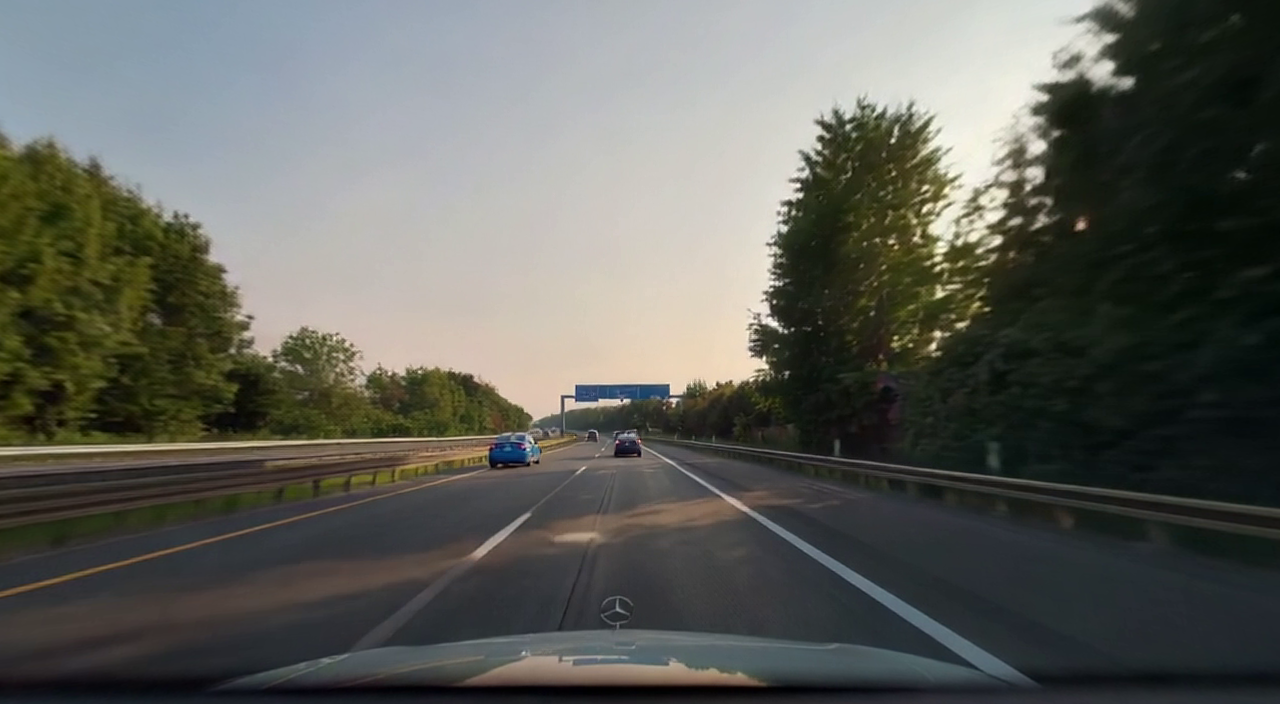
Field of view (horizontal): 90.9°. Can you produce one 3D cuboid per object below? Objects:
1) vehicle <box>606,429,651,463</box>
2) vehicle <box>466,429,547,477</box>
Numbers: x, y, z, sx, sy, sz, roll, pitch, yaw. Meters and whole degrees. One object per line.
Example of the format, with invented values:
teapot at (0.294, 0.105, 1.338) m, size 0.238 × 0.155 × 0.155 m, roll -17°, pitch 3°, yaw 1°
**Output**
vehicle at (-0.613, 4.863, 32.707) m, size 2.162 × 1.616 × 4.242 m, roll 0°, pitch -8°, yaw -1°
vehicle at (-4.577, 3.512, 22.211) m, size 1.975 × 1.518 × 4.242 m, roll 0°, pitch -8°, yaw -1°
